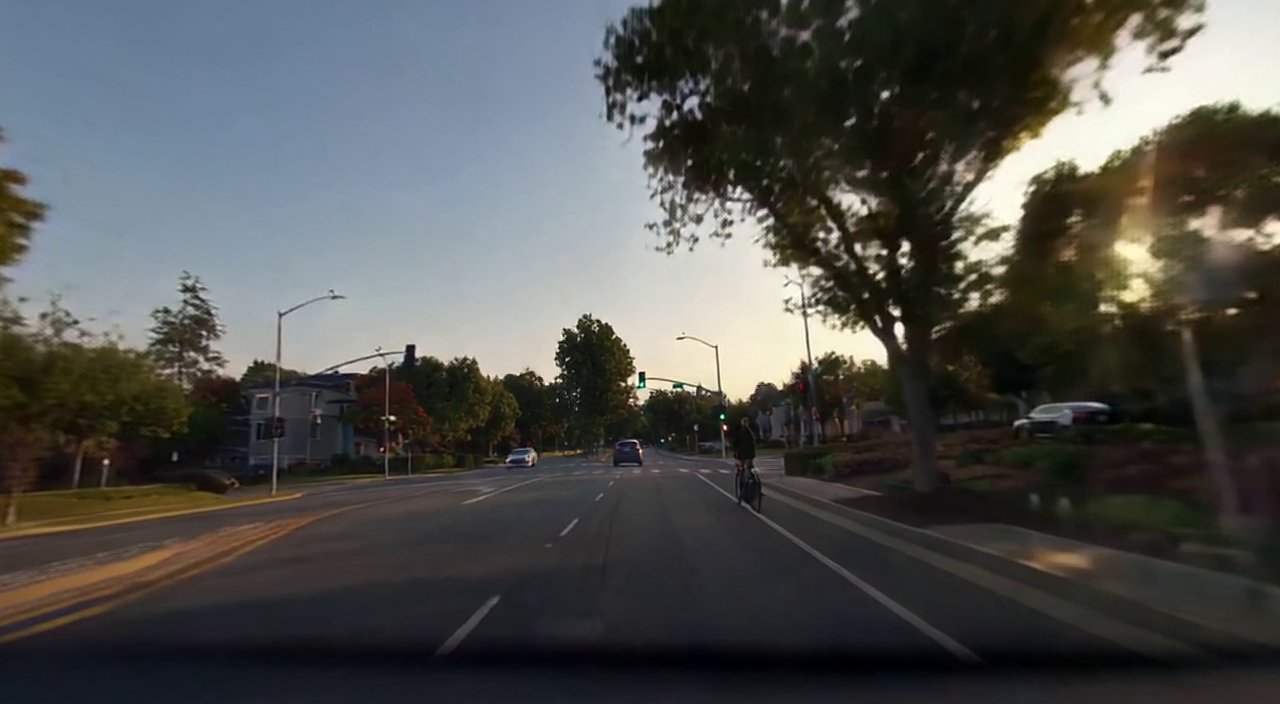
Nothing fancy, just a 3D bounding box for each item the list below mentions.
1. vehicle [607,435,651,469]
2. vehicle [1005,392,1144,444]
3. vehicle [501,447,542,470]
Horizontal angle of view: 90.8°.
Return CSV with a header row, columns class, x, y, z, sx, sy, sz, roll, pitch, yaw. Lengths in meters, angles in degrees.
class,x,y,z,sx,sy,sz,roll,pitch,yaw
vehicle,-0.576,5.739,36.392,2.215,1.799,4.426,-1,-8,3
vehicle,15.826,2.525,23.410,1.982,1.705,4.677,-1,-8,3
vehicle,-8.596,7.723,46.089,2.036,1.593,4.367,-1,-8,2
